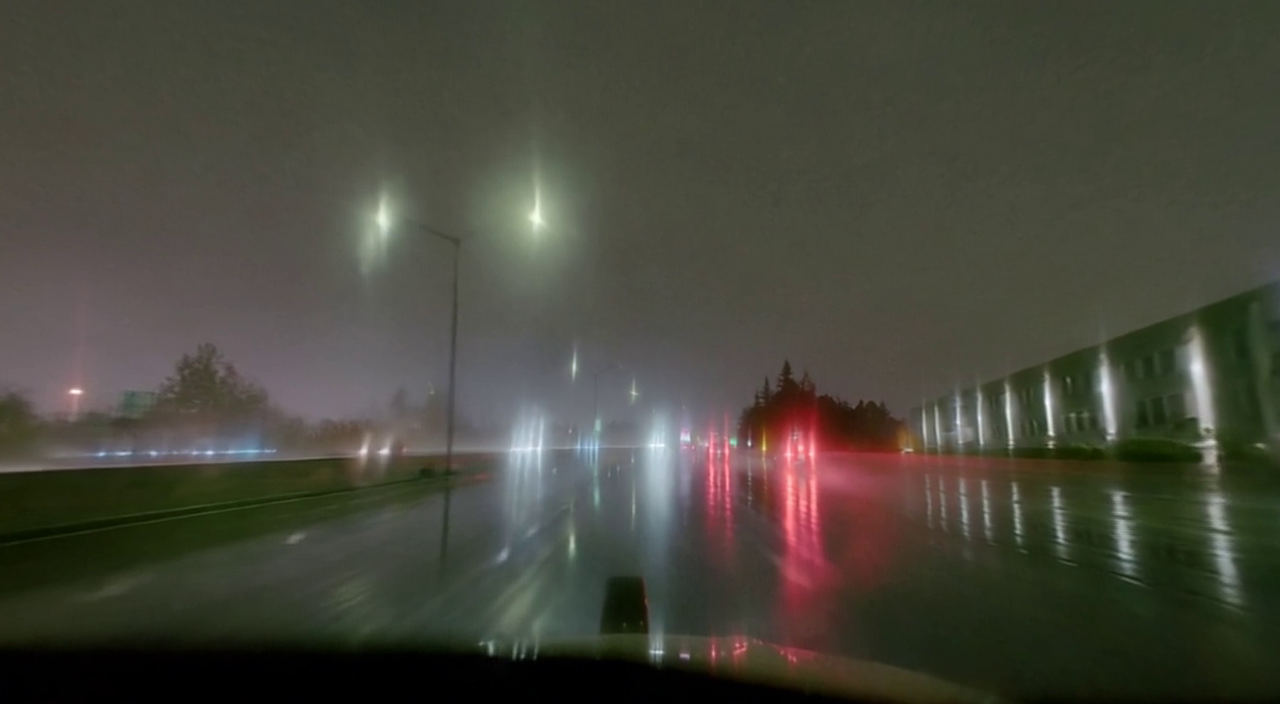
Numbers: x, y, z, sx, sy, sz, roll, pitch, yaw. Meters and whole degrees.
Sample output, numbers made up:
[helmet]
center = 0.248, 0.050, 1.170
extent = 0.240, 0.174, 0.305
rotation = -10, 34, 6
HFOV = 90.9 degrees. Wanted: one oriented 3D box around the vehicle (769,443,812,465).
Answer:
[vehicle]
center = 11.003, 7.521, 46.500
extent = 2.000, 1.514, 4.585
rotation = 0, -9, 0
